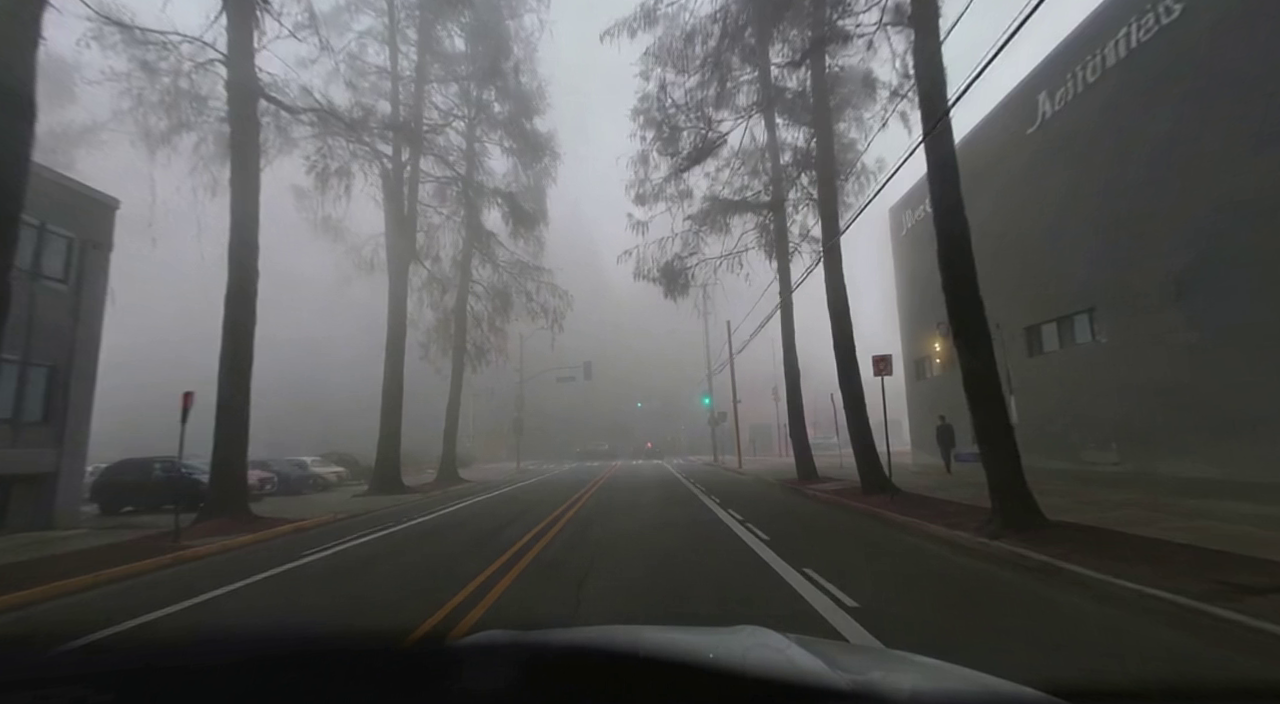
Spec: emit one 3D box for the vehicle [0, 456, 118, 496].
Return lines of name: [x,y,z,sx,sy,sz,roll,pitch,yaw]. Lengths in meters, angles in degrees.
vehicle: [-26.072,5.488,28.083,3.892,1.518,2.147,-2,-8,2]

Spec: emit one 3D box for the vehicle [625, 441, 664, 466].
vehicle: [0.213,6.439,40.122,2.118,1.478,4.624,1,-8,-5]

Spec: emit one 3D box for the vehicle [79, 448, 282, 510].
vehicle: [-13.138,3.624,18.285,4.294,1.634,1.972,0,-8,1]
